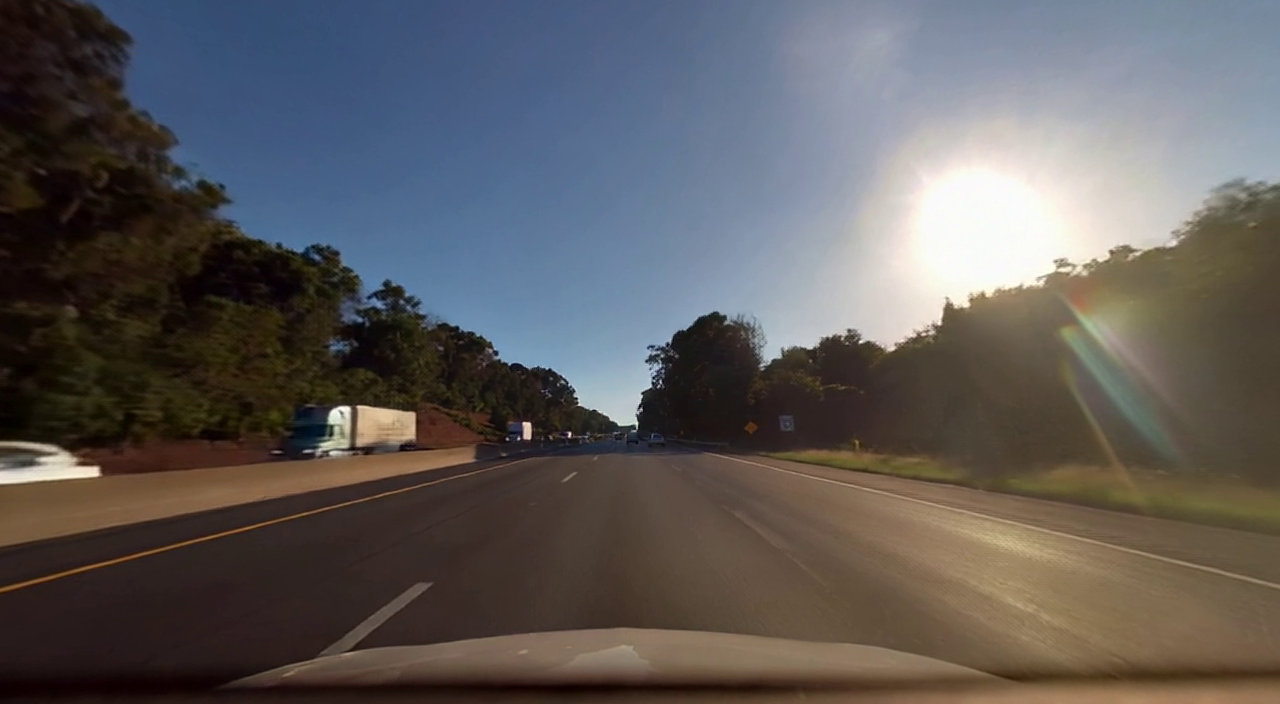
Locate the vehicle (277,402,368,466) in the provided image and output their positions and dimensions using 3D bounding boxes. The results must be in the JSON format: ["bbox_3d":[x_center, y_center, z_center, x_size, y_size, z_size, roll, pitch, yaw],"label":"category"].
[{"bbox_3d":[-21.265,5.550,42.592,3.028,4.008,5.961,0,-8,-1],"label":"vehicle"}]
